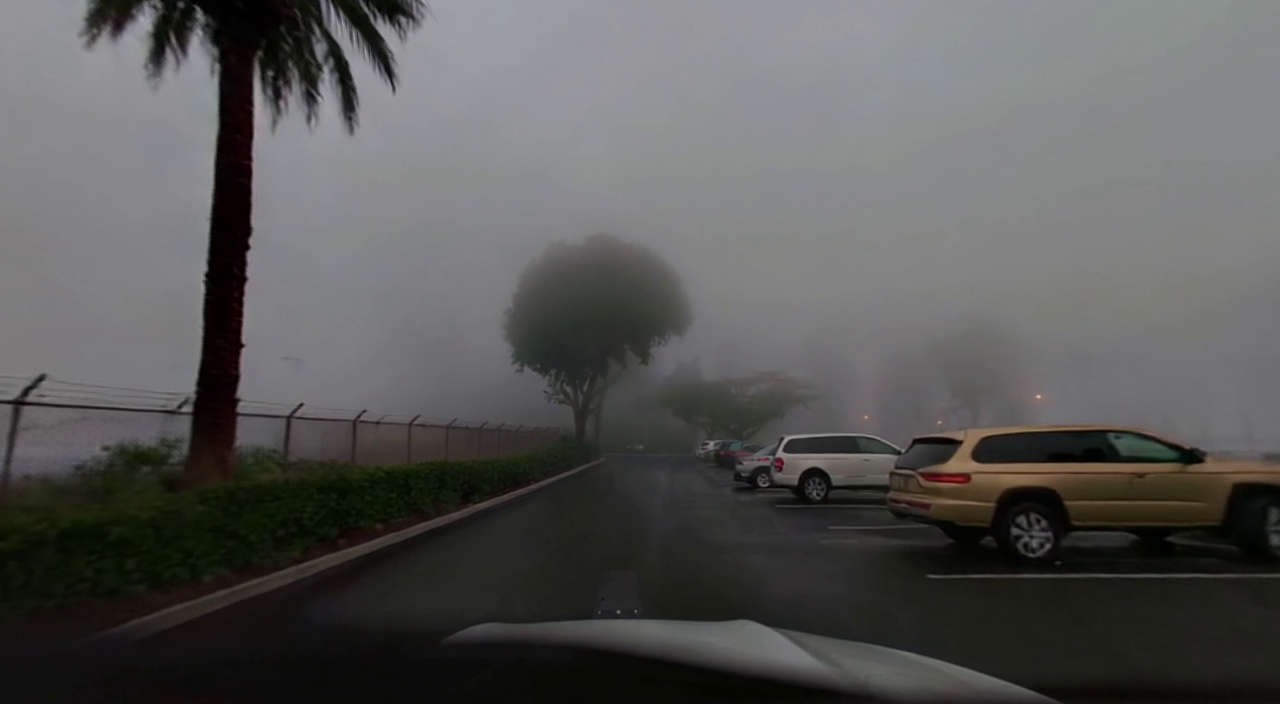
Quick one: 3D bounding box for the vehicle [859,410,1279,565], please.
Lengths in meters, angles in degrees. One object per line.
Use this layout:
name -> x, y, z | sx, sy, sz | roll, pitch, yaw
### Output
vehicle -> 6.115, 1.781, 8.724 | 5.381, 1.826, 2.047 | 0, -9, -2

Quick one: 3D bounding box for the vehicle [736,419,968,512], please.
vehicle -> 5.580, 3.031, 17.306 | 5.639, 2.033, 2.172 | 2, -7, 5
